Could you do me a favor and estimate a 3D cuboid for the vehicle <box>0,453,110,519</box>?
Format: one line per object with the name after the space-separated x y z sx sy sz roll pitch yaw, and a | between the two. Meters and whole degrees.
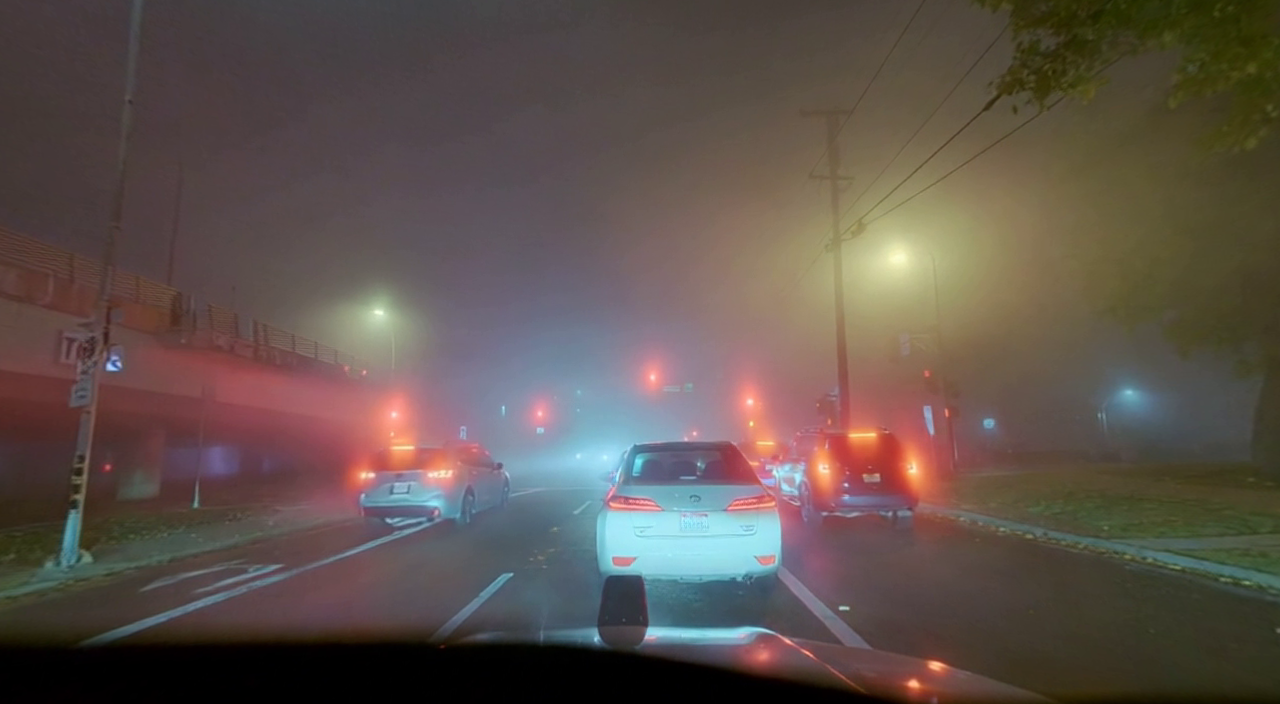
-17.471 3.536 16.584 1.905 1.644 4.943 -6 -10 35 | vehicle

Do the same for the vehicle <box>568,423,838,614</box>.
0.526 1.612 7.089 2.101 1.467 4.210 0 -8 1 | vehicle

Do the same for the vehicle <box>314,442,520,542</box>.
-3.857 2.493 12.068 2.082 1.484 4.865 0 -8 1 | vehicle

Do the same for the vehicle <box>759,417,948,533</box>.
3.756 2.247 12.113 2.062 1.781 4.488 0 -8 0 | vehicle

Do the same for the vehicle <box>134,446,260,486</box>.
-20.795 5.347 29.752 4.474 1.673 2.010 0 -4 1 | vehicle
